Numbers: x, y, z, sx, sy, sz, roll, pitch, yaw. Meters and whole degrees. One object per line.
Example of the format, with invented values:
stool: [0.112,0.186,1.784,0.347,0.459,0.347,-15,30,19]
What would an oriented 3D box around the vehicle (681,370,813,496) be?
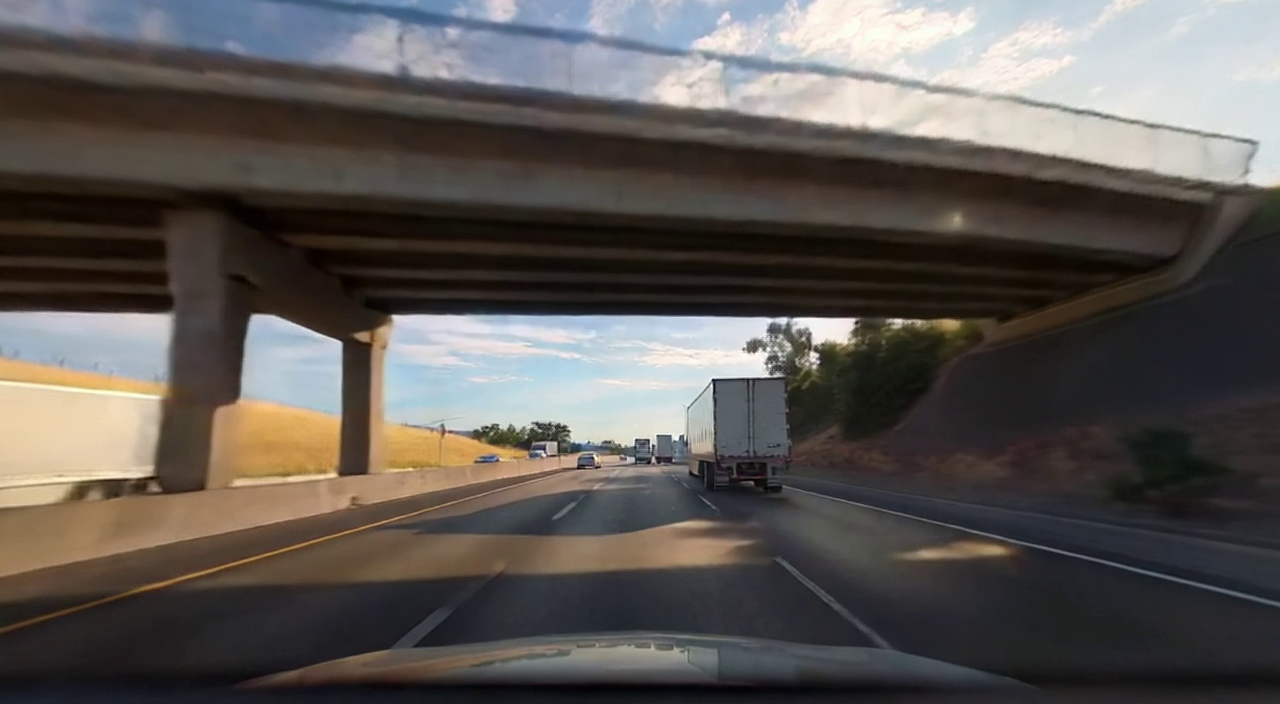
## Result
vehicle: [3.976,3.862,28.687,3.131,4.037,16.729,0,-9,0]

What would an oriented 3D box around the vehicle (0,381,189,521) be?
vehicle: [-19.168,2.543,16.151,2.894,3.819,16.777,0,-9,0]

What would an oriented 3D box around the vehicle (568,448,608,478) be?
vehicle: [-3.006,6.528,37.292,2.007,1.647,3.854,0,-9,1]
